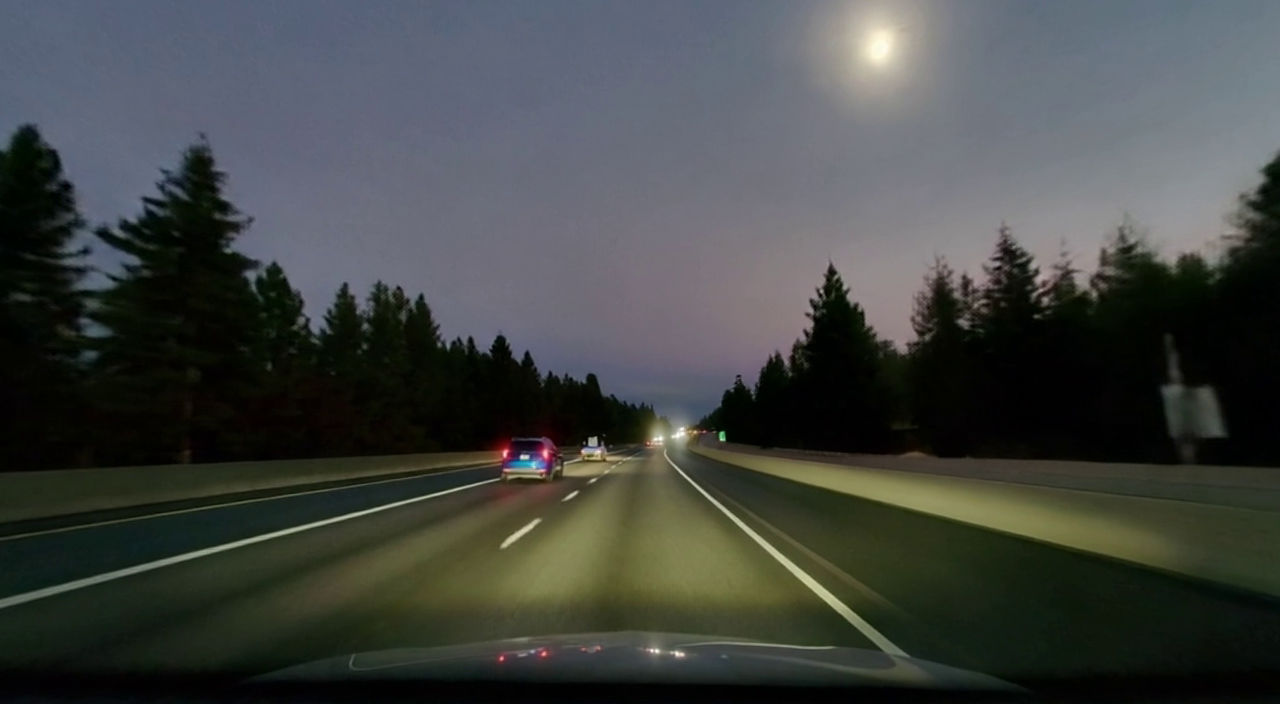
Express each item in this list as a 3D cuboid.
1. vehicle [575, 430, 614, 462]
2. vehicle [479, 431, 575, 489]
[{"bbox_3d":[-3.168,6.694,44.726,2.241,2.095,4.985,-1,-8,2],"label":"vehicle"},{"bbox_3d":[-3.404,3.378,19.958,2.053,1.589,4.671,-1,-8,2],"label":"vehicle"}]
